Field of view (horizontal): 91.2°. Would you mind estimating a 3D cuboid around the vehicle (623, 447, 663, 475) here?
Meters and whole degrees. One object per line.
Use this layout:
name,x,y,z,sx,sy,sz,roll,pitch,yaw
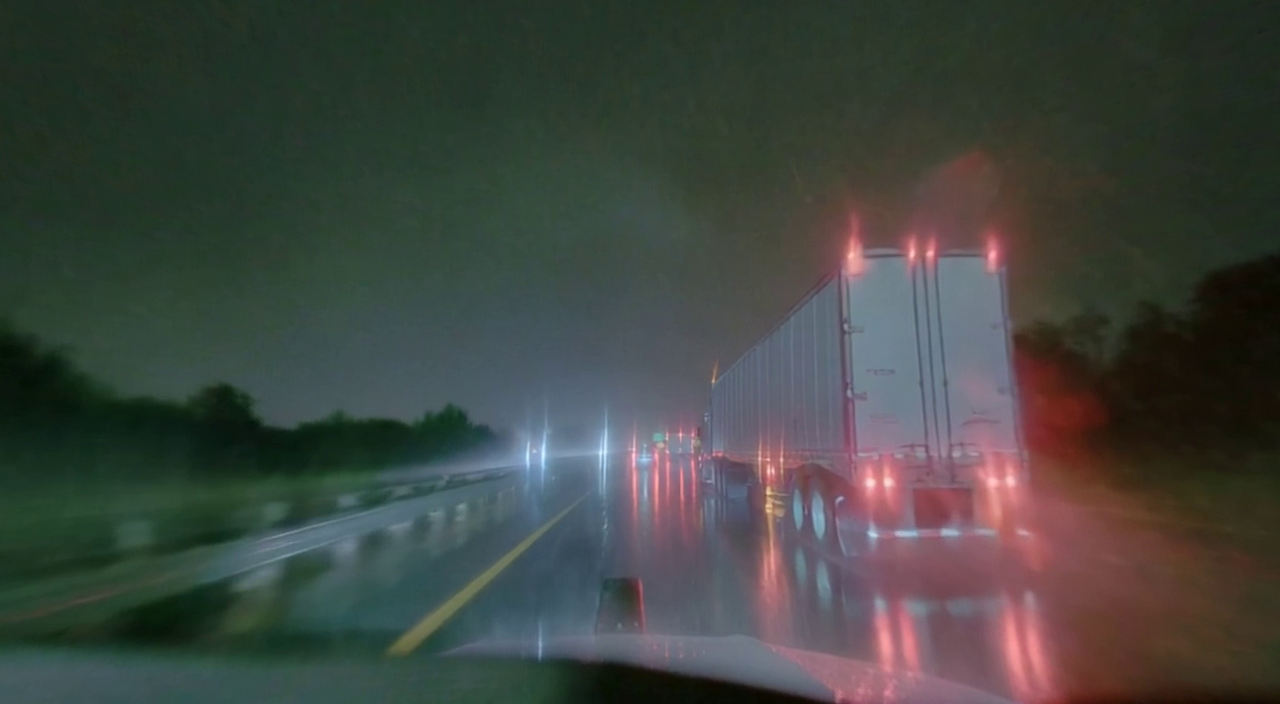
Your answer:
vehicle,0.161,6.044,34.908,2.083,1.473,3.923,0,-9,0
